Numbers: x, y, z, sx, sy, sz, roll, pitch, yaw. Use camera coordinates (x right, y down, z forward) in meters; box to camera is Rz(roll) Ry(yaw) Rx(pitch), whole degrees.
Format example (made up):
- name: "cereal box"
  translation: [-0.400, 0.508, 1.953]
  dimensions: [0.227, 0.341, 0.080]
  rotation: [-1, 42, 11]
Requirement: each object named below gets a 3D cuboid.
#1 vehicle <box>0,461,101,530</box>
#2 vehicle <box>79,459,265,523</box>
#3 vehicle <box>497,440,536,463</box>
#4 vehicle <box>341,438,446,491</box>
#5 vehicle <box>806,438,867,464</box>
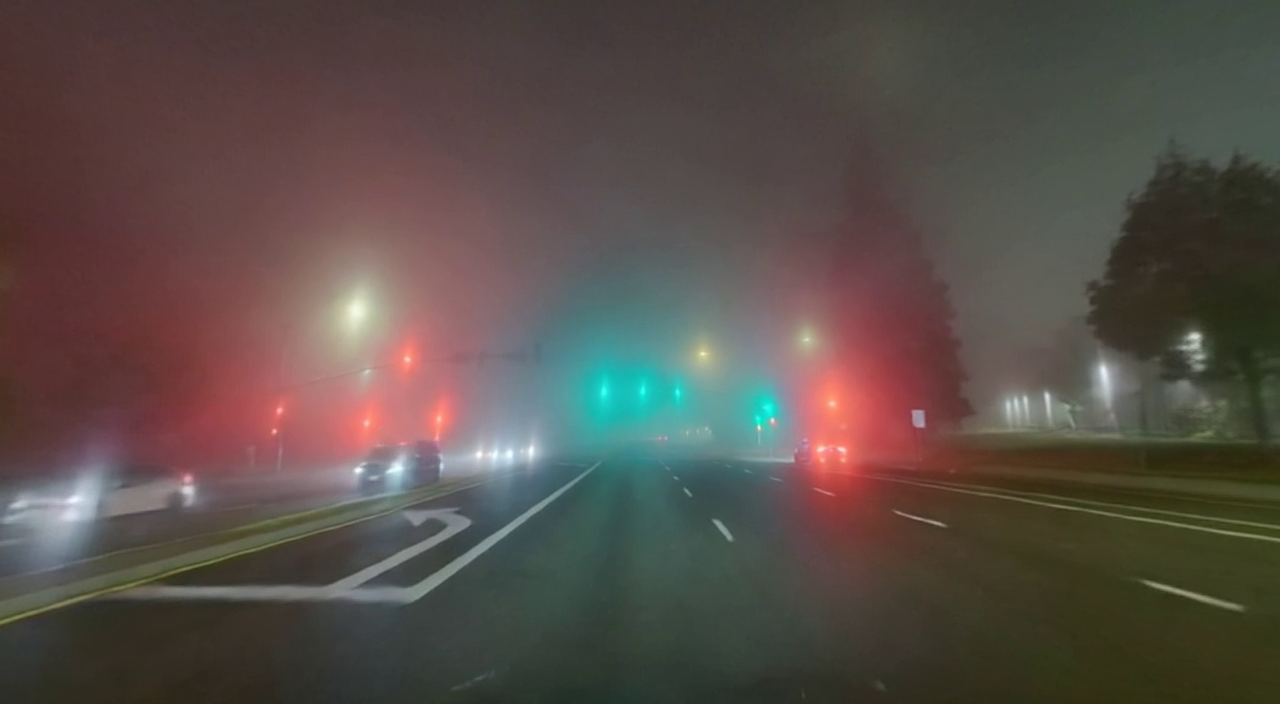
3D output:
- name: "vehicle"
  translation: [-15.189, 3.257, 14.233]
  dimensions: [1.989, 1.460, 4.711]
  rotation: [0, -8, -1]
- name: "vehicle"
  translation: [-11.733, 3.467, 16.231]
  dimensions: [1.880, 1.344, 3.782]
  rotation: [0, -8, 0]
- name: "vehicle"
  translation: [-9.330, 7.551, 48.160]
  dimensions: [2.010, 1.682, 4.346]
  rotation: [-1, -8, 1]
- name: "vehicle"
  translation: [-8.739, 3.998, 22.886]
  dimensions: [2.035, 1.711, 4.463]
  rotation: [0, -8, -1]
- name: "vehicle"
  translation: [11.586, 5.852, 37.551]
  dimensions: [1.955, 1.455, 4.727]
  rotation: [0, -8, -2]
